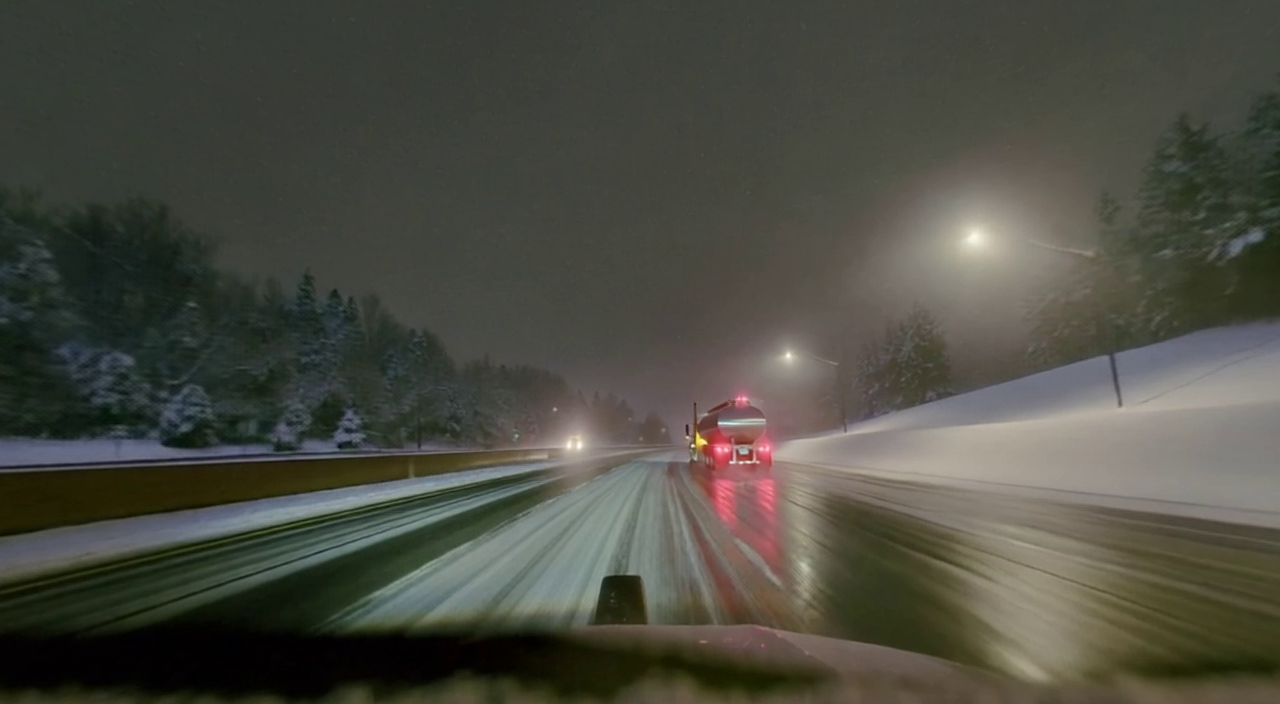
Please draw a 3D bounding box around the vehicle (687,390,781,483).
[{"bbox_3d":[4.199,4.353,31.887,2.880,3.624,14.397,0,-8,1],"label":"vehicle"}]
